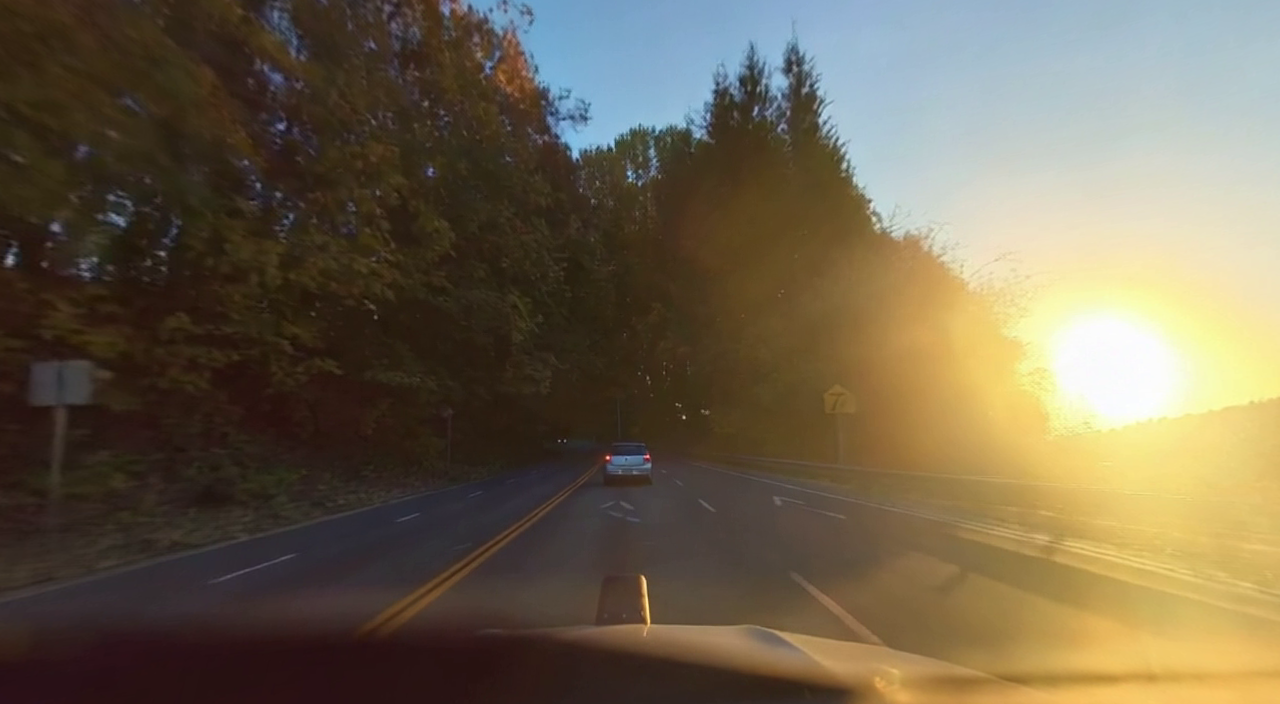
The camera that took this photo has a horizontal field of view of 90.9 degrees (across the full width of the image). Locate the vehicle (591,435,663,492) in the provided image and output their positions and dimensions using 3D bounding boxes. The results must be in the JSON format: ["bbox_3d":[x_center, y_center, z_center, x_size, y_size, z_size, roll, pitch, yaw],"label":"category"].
[{"bbox_3d":[-0.412,3.474,19.877,2.037,1.601,3.643,0,-9,-1],"label":"vehicle"}]
